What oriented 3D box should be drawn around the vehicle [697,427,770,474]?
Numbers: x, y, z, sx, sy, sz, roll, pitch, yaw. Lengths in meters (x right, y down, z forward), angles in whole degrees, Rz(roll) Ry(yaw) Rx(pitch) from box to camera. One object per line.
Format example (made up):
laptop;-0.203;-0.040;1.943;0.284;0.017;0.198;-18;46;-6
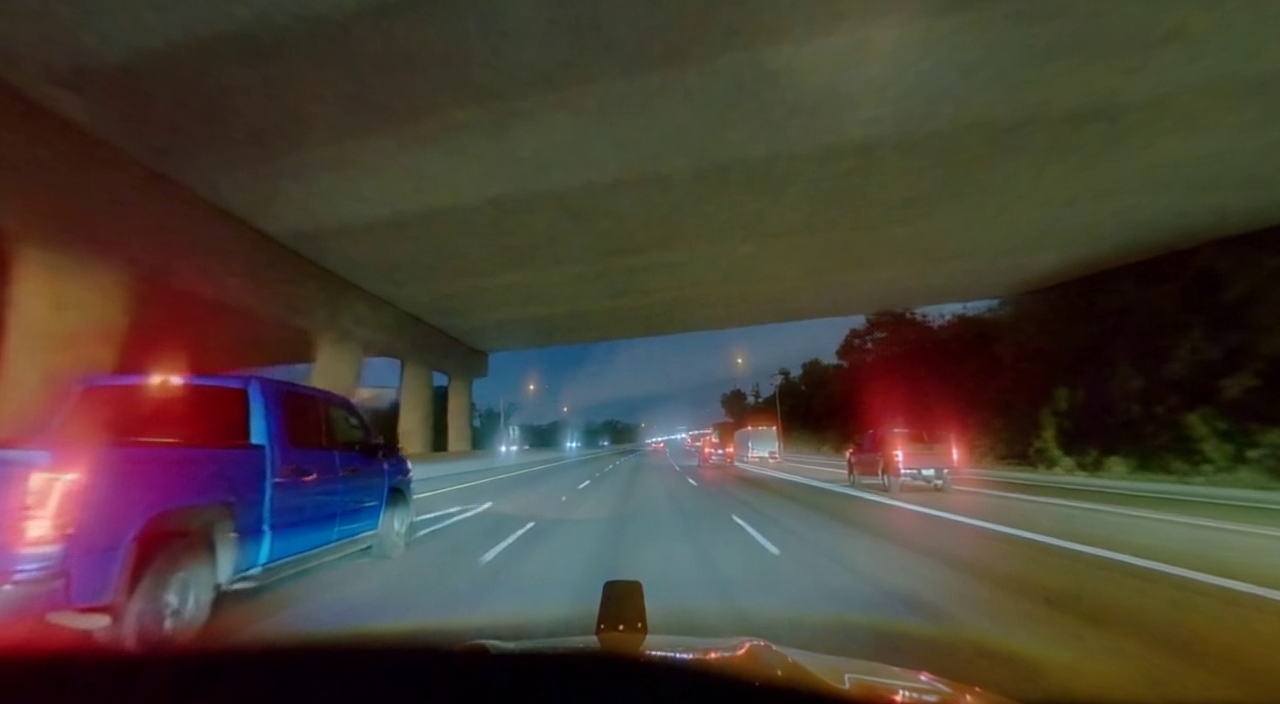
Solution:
vehicle;4.271;4.644;29.919;2.505;2.020;5.532;0;-8;-1
